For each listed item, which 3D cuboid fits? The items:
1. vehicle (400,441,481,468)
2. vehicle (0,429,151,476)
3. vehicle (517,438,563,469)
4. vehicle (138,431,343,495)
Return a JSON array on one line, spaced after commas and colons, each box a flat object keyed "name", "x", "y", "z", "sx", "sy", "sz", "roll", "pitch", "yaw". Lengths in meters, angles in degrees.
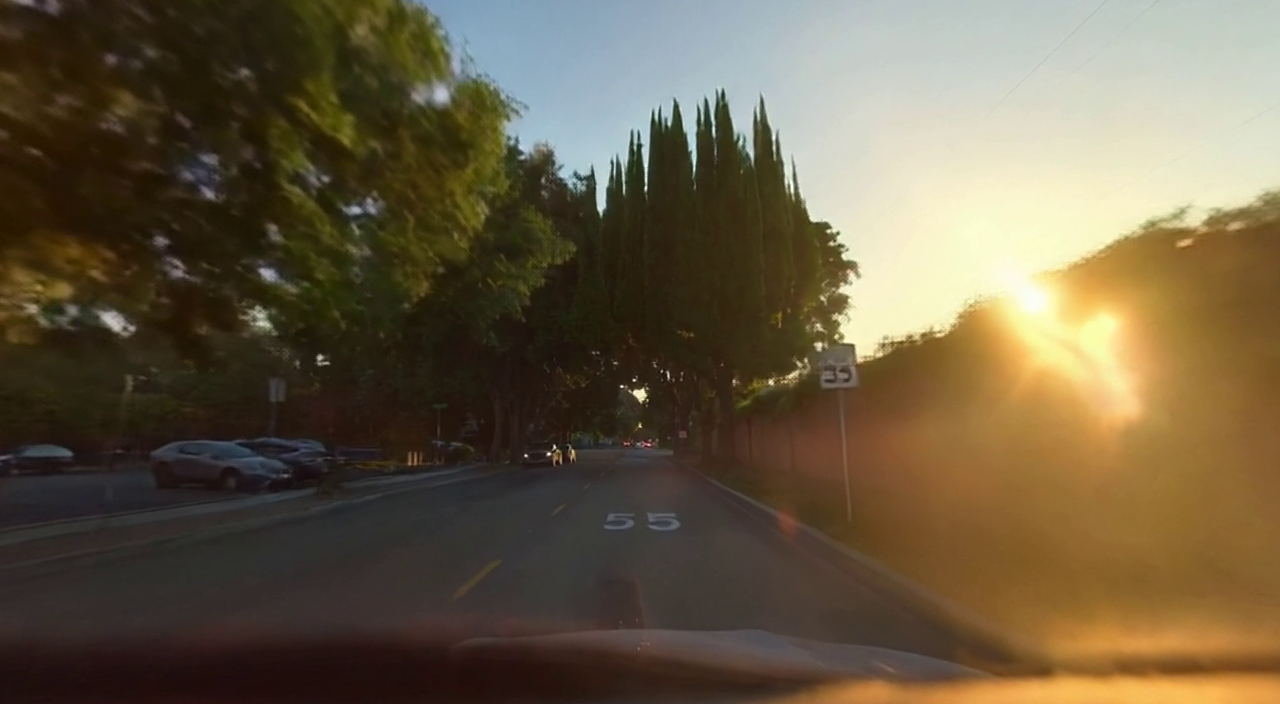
[{"name": "vehicle", "x": -13.962, "y": 7.176, "z": 44.511, "sx": 4.991, "sy": 1.692, "sz": 1.960, "roll": 2, "pitch": -8, "yaw": -2}, {"name": "vehicle", "x": -26.072, "y": 4.559, "z": 28.894, "sx": 5.348, "sy": 1.967, "sz": 2.358, "roll": 1, "pitch": -8, "yaw": -1}, {"name": "vehicle", "x": -6.489, "y": 6.647, "z": 41.718, "sx": 2.109, "sy": 1.847, "sz": 5.553, "roll": 0, "pitch": -8, "yaw": 0}, {"name": "vehicle", "x": -13.438, "y": 3.764, "z": 21.565, "sx": 5.428, "sy": 1.908, "sz": 2.196, "roll": 1, "pitch": -9, "yaw": 0}]
